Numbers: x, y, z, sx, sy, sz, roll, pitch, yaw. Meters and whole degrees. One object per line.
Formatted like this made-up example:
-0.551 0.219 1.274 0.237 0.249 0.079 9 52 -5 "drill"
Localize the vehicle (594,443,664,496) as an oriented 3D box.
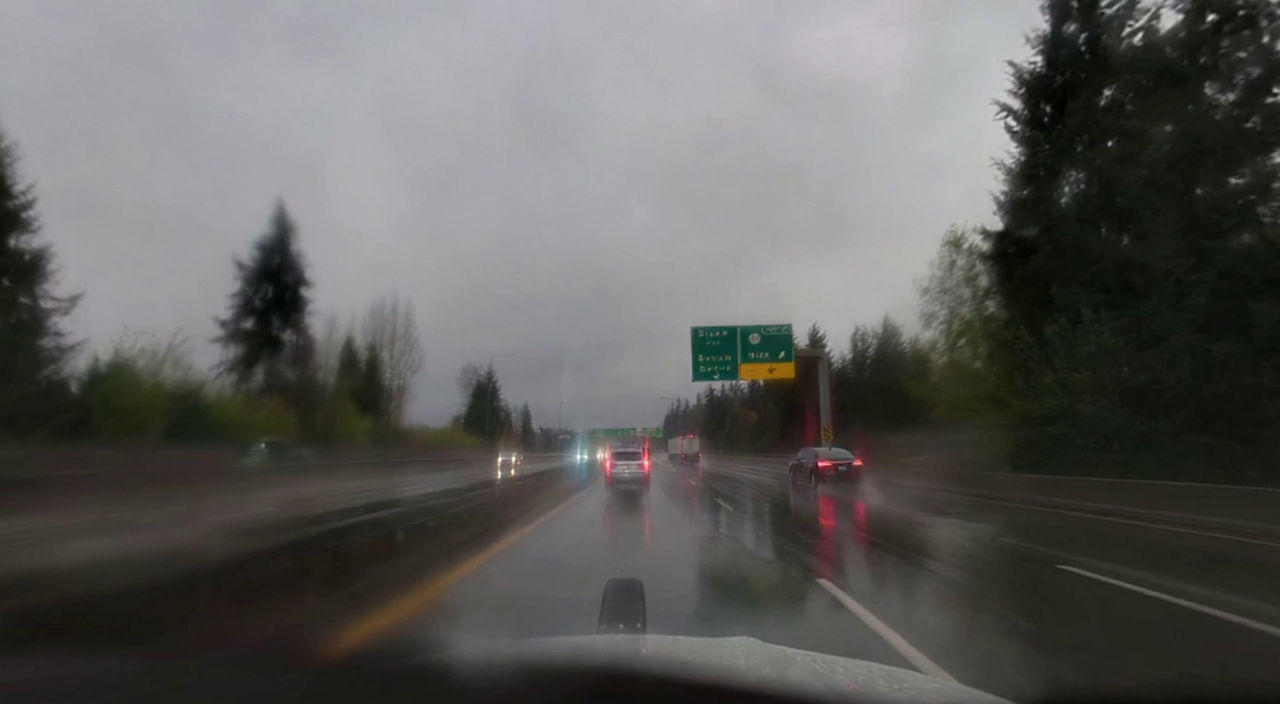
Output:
-0.293 3.657 19.991 2.003 1.490 3.636 0 -9 1 "vehicle"
